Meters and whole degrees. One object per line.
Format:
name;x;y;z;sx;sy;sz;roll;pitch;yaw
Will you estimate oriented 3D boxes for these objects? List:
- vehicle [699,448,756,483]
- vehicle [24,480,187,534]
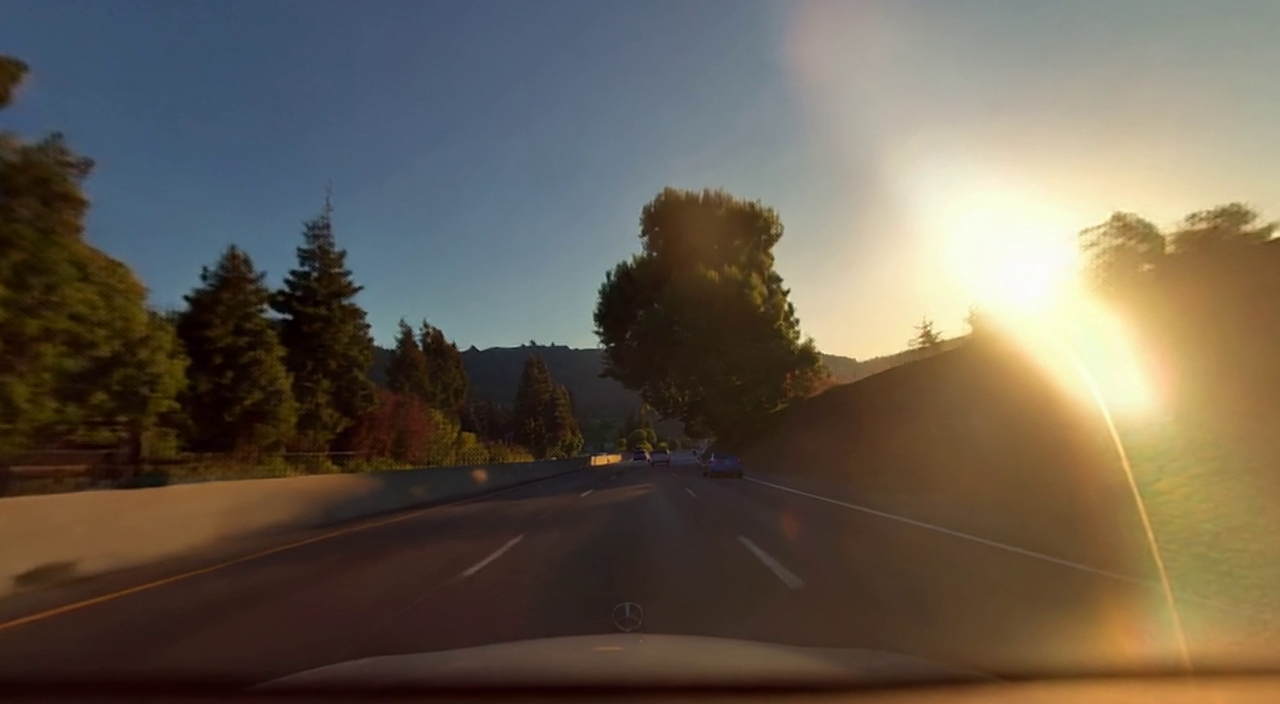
vehicle;4.122;5.450;30.432;2.175;1.574;3.943;0;-9;0
vehicle;-17.997;5.201;21.547;1.765;1.456;4.334;0;-9;0
